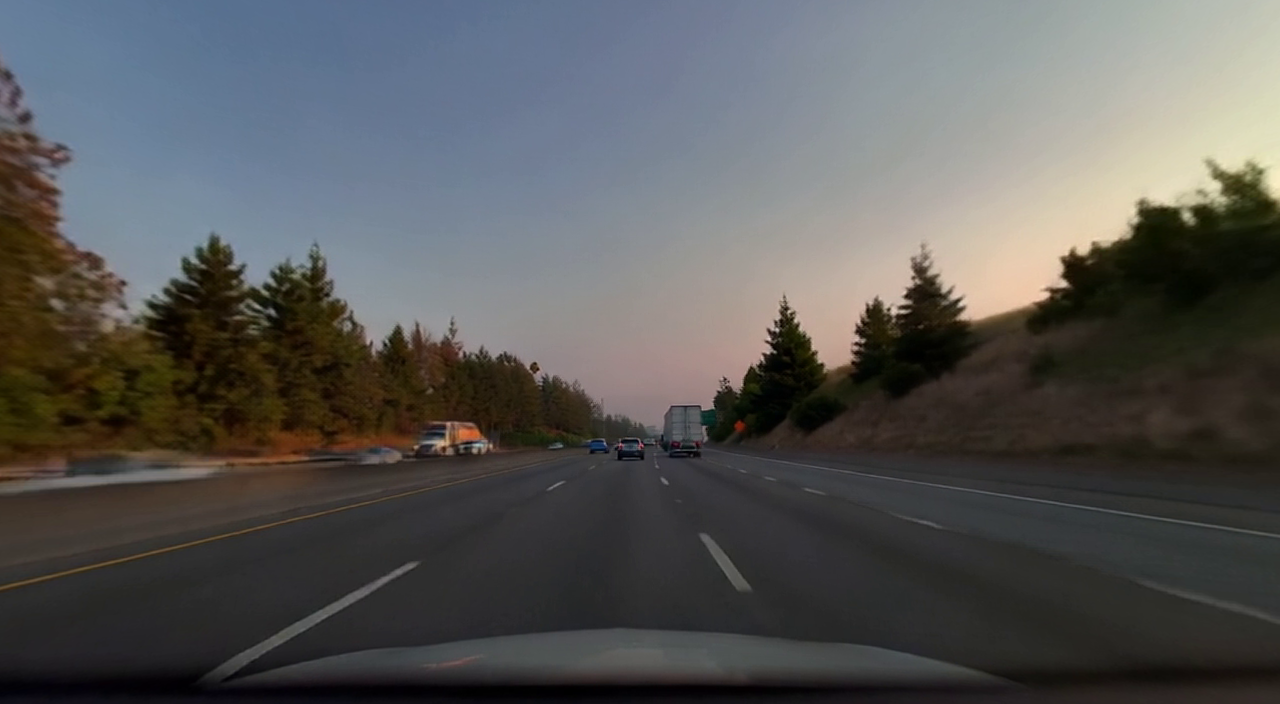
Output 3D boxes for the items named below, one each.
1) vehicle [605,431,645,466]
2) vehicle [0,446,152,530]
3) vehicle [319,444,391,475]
[{"bbox_3d":[-0.819,5.712,37.525,2.211,1.933,4.315,-1,-8,0],"label":"vehicle"},{"bbox_3d":[-12.788,2.740,13.097,1.880,1.515,4.210,0,-8,0],"label":"vehicle"},{"bbox_3d":[-16.719,6.278,37.174,2.136,1.671,4.417,-1,-8,1],"label":"vehicle"}]
